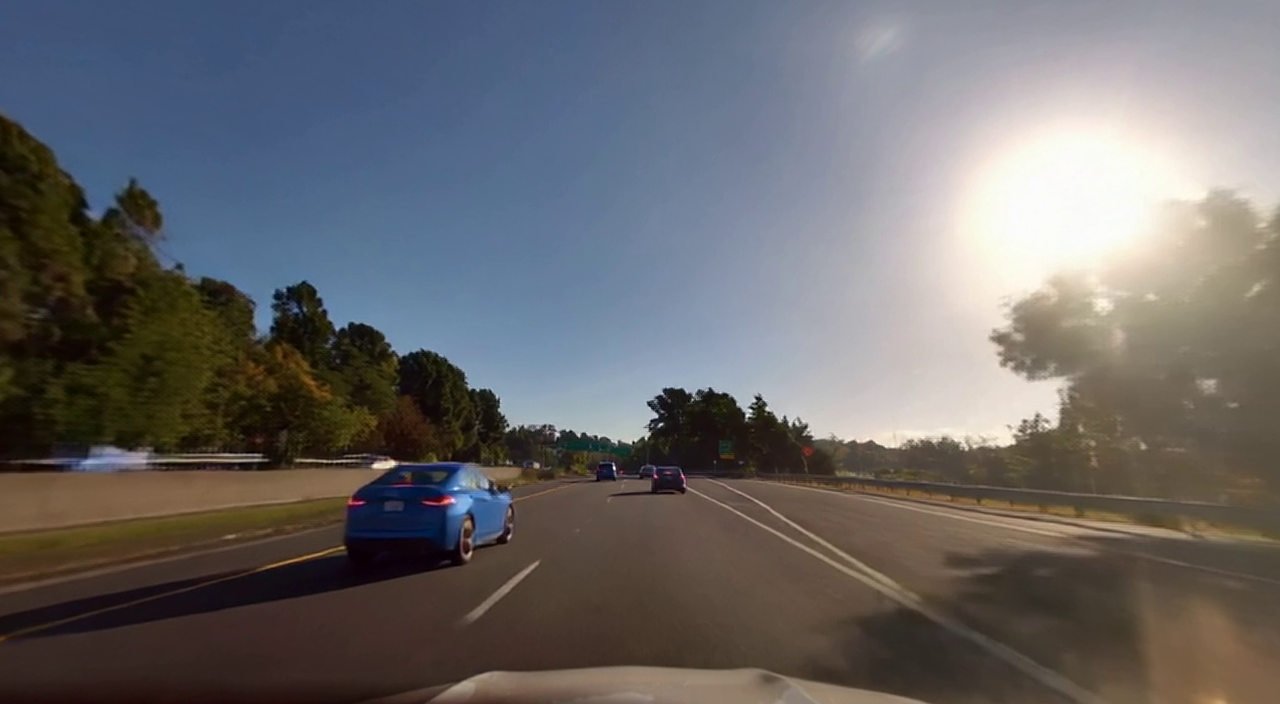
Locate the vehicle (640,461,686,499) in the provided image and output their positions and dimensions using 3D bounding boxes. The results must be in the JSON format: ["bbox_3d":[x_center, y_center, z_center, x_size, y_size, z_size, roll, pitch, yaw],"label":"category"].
[{"bbox_3d":[0.993,5.792,28.688,1.905,1.559,3.491,1,-11,-1],"label":"vehicle"}]

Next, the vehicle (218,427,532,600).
[{"bbox_3d":[-3.050,2.040,8.691,2.176,1.678,4.724,0,-11,1],"label":"vehicle"}]
